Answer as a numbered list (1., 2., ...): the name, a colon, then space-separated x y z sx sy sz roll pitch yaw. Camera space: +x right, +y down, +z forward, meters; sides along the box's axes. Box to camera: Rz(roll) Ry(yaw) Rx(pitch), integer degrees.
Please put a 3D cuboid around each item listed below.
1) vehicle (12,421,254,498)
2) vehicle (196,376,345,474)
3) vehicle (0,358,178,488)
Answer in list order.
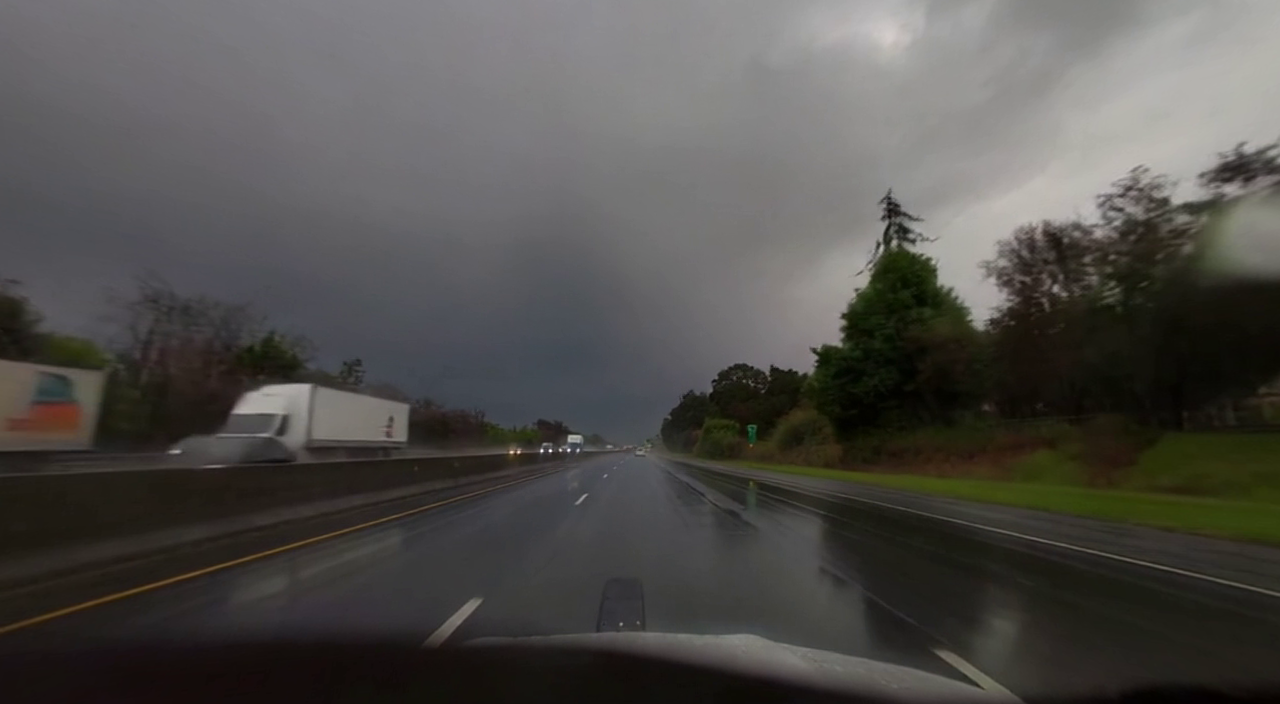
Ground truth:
1. vehicle: -11.423 2.470 14.755 1.992 1.503 4.414 0 -9 -1
2. vehicle: -15.708 3.269 27.430 2.994 3.812 5.736 0 -9 -2
3. vehicle: -19.571 2.255 19.507 2.849 3.641 10.159 0 -9 0
